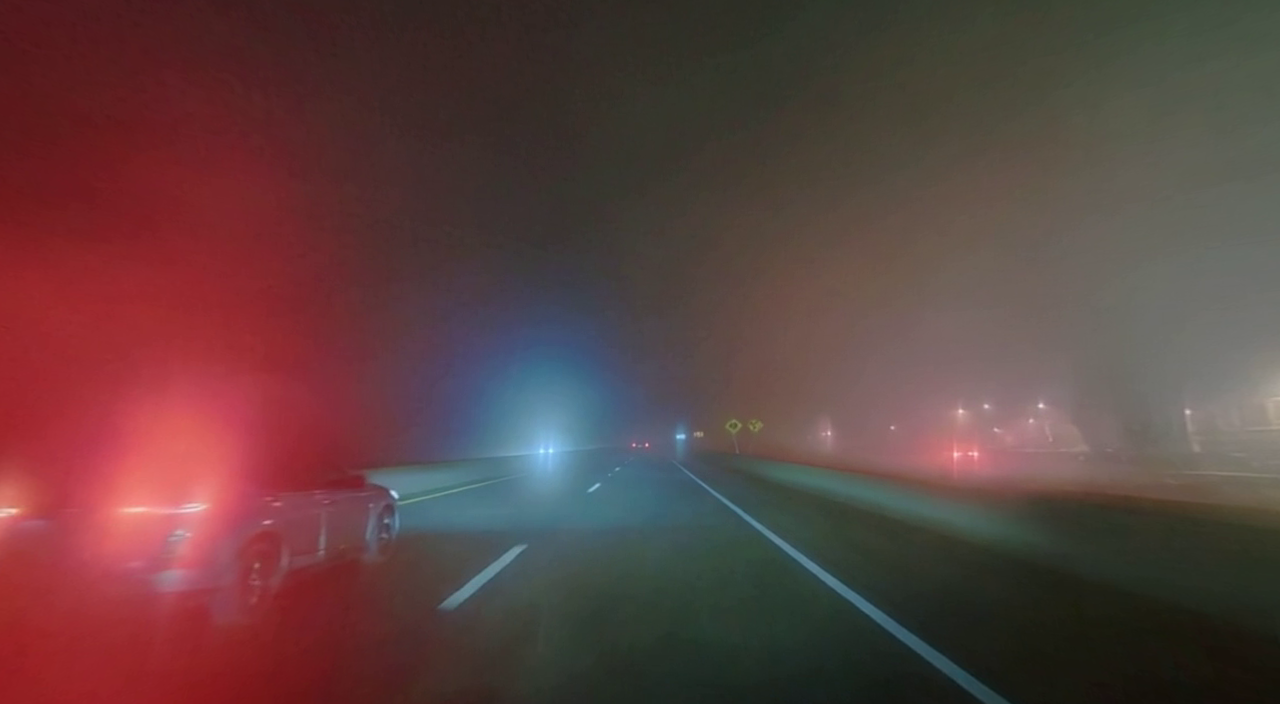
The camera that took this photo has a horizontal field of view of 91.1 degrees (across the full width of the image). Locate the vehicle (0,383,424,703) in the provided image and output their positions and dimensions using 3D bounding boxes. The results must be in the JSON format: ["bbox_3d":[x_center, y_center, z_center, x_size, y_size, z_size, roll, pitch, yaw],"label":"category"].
[{"bbox_3d":[-3.759,1.306,5.247,2.122,1.632,4.690,0,-8,2],"label":"vehicle"}]
